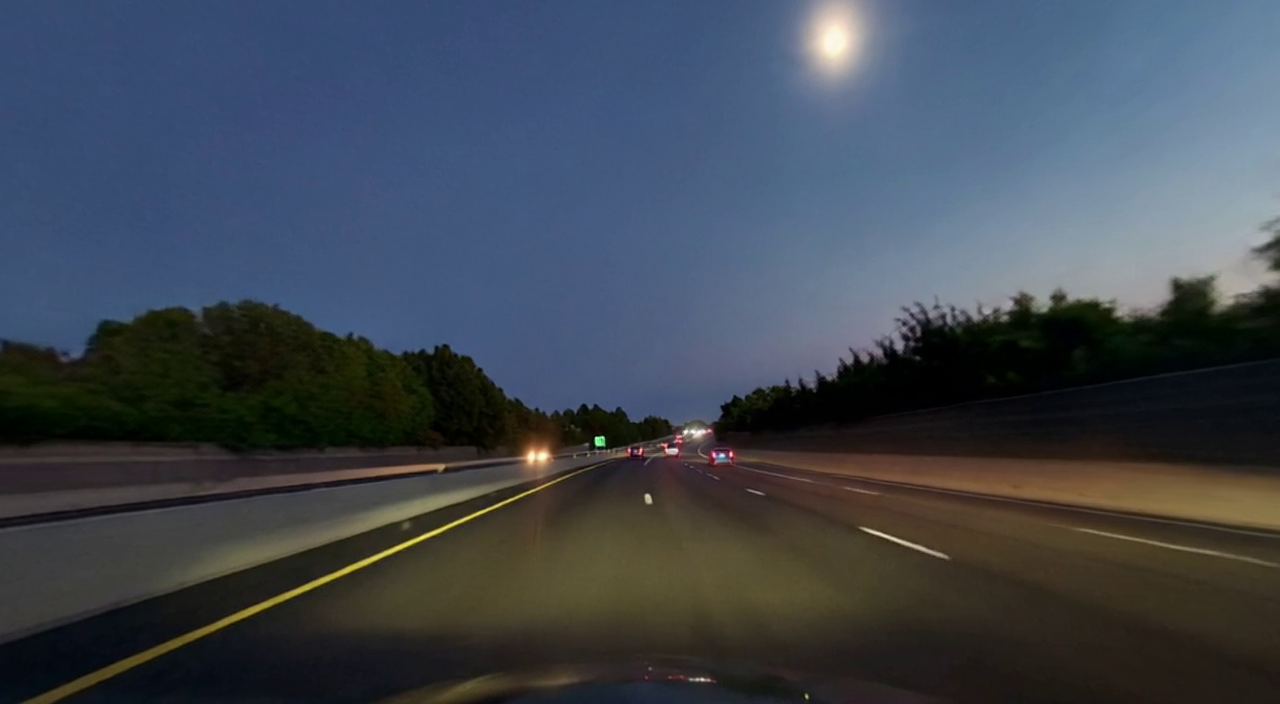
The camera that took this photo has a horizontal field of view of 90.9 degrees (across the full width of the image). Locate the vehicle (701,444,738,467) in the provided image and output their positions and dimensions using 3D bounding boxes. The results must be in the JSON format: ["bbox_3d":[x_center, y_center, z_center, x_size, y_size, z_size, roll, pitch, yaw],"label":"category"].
[{"bbox_3d":[5.735,7.554,45.877,2.175,1.574,3.943,0,-9,-1],"label":"vehicle"}]
